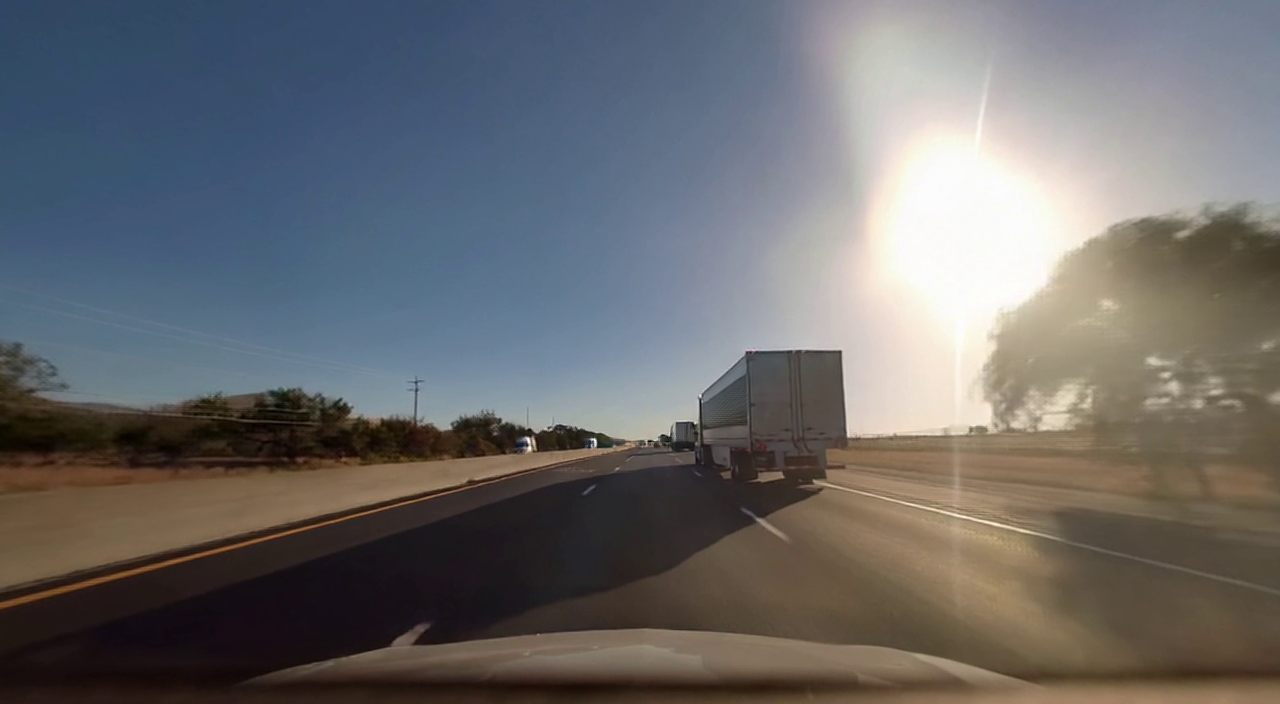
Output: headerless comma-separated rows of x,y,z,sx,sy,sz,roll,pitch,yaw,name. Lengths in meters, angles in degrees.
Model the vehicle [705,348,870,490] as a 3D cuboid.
4.862,2.920,24.897,3.485,3.975,14.489,0,-8,2,vehicle
